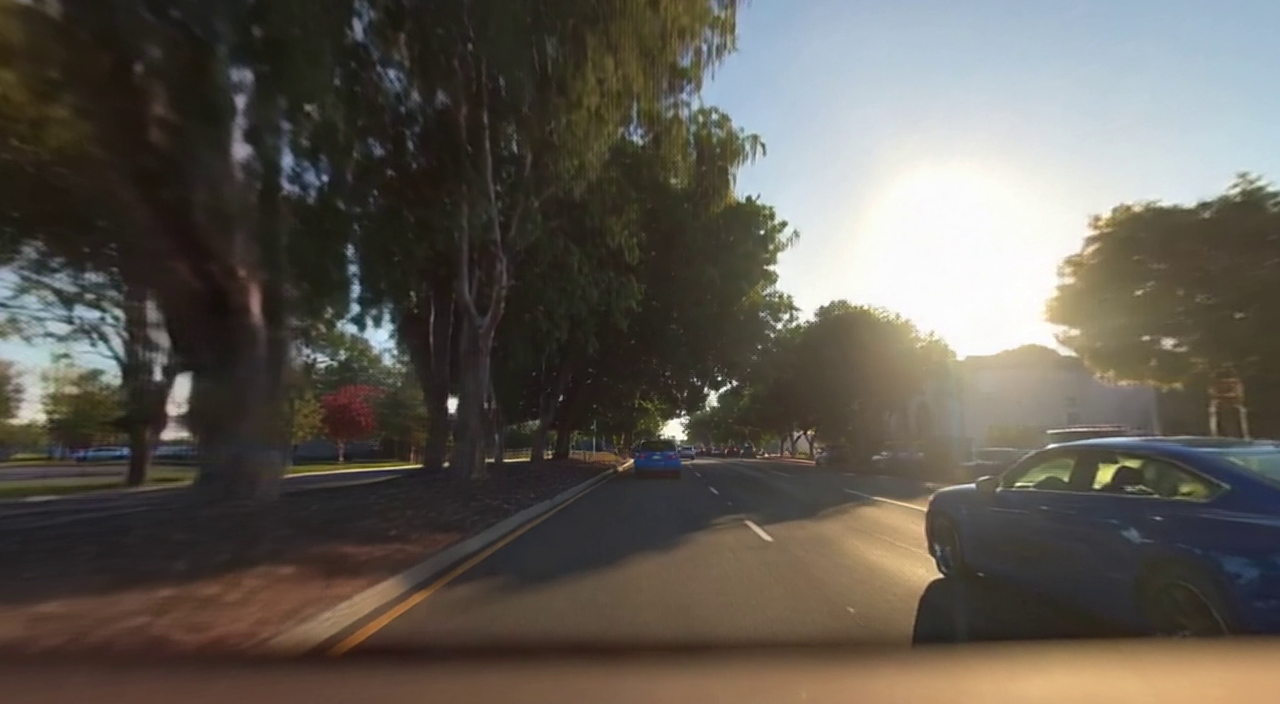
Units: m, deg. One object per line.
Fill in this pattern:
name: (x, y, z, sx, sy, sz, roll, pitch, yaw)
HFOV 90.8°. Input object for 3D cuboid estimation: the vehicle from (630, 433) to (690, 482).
vehicle: (0.719, 4.038, 24.371, 2.085, 1.693, 4.301, 0, -8, 0)

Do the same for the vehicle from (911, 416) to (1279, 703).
vehicle: (3.854, 1.239, 4.465, 1.918, 1.418, 4.360, 0, -8, 0)
